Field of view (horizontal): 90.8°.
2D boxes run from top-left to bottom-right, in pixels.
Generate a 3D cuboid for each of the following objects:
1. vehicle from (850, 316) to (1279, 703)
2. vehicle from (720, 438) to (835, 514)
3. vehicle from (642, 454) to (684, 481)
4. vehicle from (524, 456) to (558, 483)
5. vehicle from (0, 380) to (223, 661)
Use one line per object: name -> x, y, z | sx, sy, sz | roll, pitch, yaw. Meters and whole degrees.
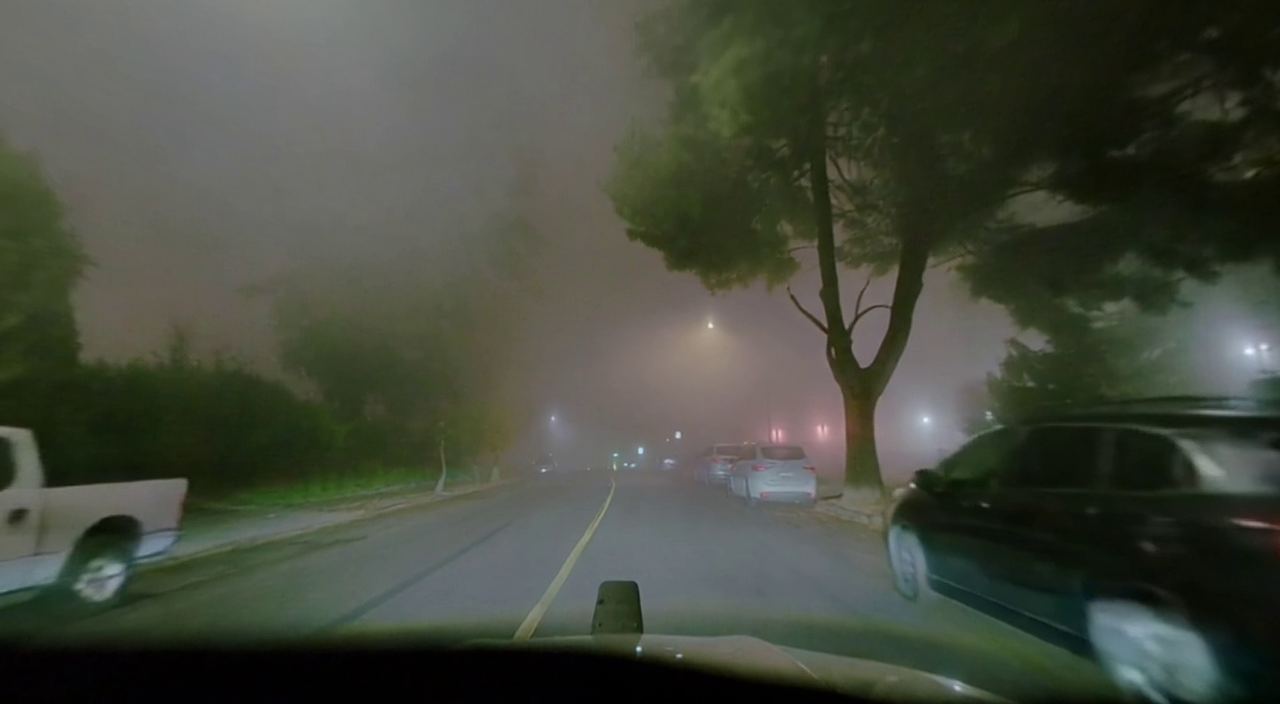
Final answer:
vehicle -> 3.251, 1.086, 4.046 | 2.229, 1.826, 4.611 | -1, -8, 1
vehicle -> 3.454, 3.188, 16.853 | 1.970, 1.709, 4.568 | -1, -8, 0
vehicle -> 1.574, 8.158, 44.805 | 2.163, 1.742, 4.239 | 1, -9, -8
vehicle -> -7.147, 8.438, 45.755 | 2.051, 1.575, 4.581 | -2, -7, -5
vehicle -> -5.067, 1.019, 3.561 | 2.155, 1.729, 4.799 | -2, -8, 0
